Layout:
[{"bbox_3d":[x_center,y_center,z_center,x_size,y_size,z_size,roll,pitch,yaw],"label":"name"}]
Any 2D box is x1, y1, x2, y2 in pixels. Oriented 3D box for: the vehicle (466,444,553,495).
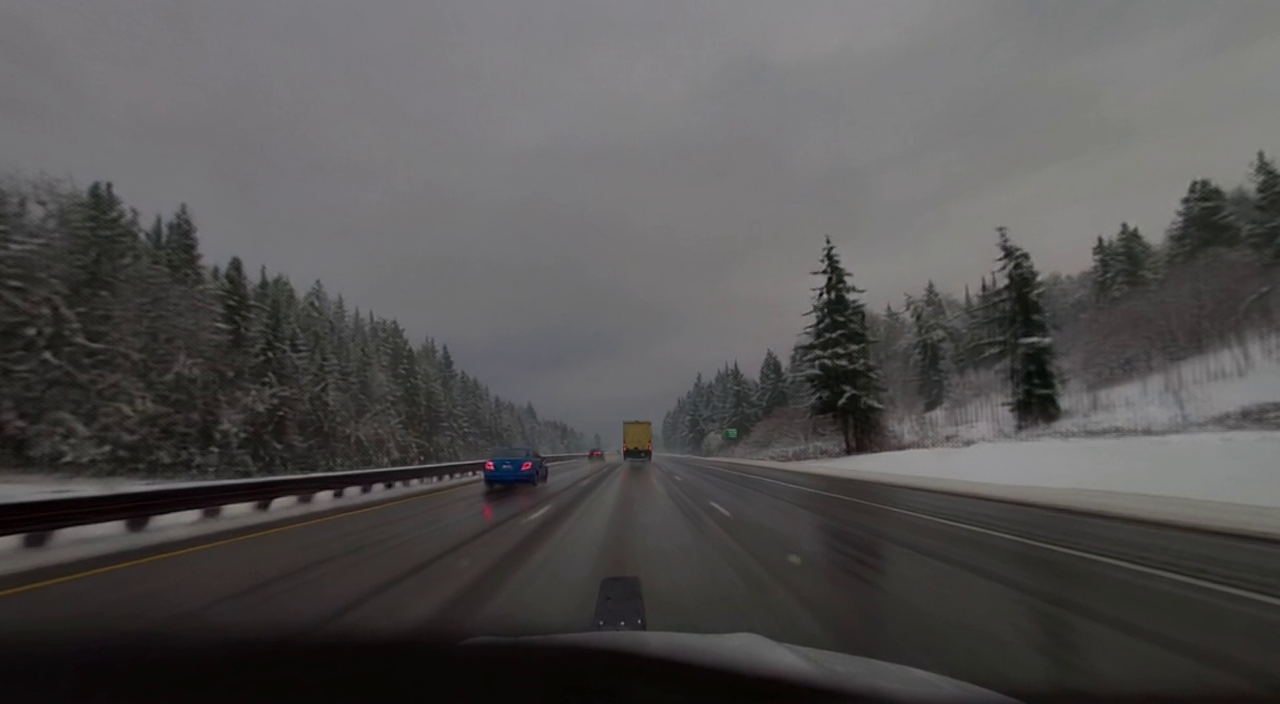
[{"bbox_3d":[-4.278,3.918,21.430,1.916,1.506,4.476,0,-9,1],"label":"vehicle"}]
